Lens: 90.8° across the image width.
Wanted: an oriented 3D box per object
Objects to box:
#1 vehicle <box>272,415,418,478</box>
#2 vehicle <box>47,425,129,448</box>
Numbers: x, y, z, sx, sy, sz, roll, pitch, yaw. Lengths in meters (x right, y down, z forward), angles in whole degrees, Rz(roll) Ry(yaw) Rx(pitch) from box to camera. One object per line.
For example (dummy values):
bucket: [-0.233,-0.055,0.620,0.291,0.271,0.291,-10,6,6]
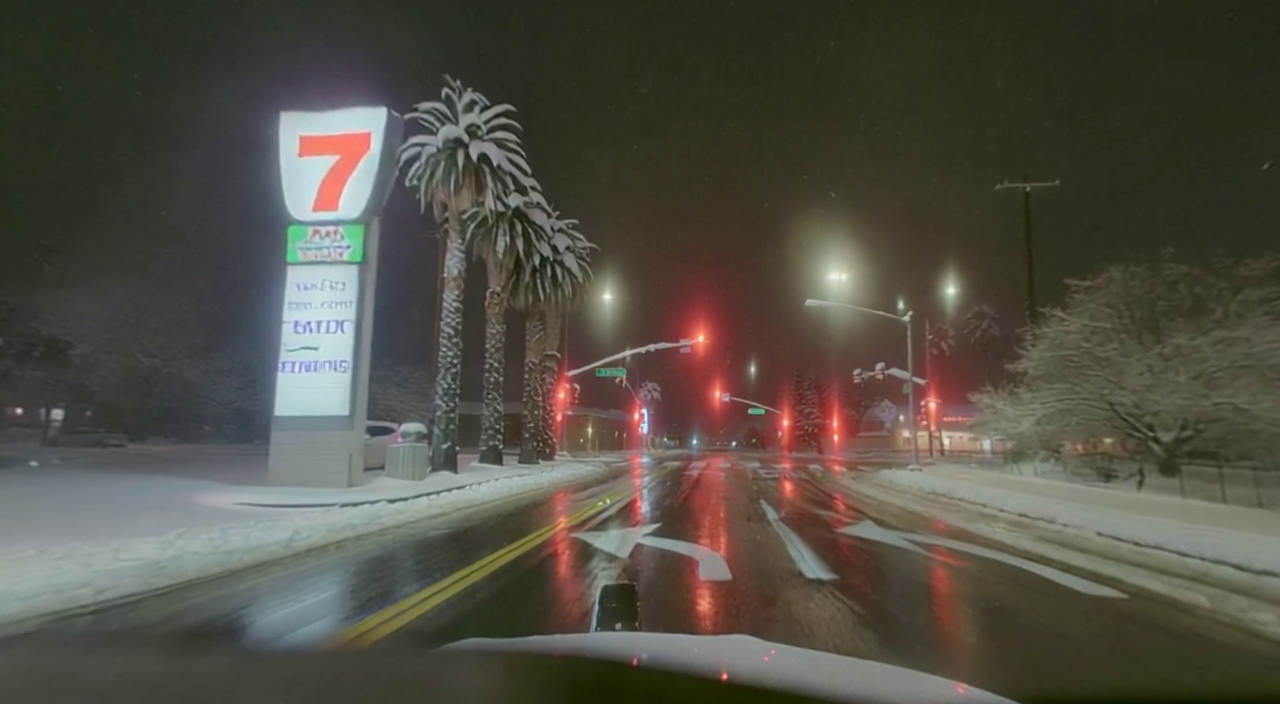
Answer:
vehicle: [-9.504,3.105,20.908,2.109,1.816,4.670,0,-8,7]
vehicle: [-39.130,5.987,44.820,4.089,1.517,2.014,0,-8,7]
